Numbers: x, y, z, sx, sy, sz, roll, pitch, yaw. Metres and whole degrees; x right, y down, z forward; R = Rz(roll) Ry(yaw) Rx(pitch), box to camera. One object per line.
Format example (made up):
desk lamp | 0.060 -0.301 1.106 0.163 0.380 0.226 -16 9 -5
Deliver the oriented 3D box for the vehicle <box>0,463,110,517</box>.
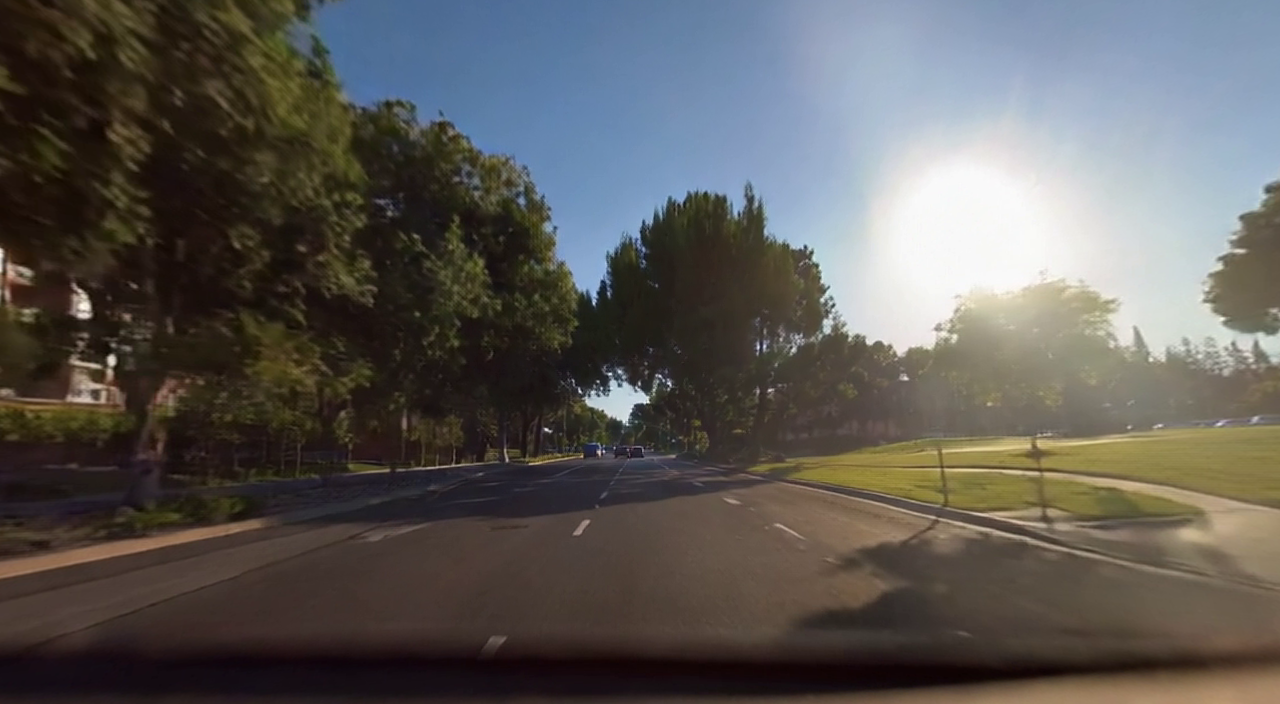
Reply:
vehicle | -19.755 4.335 20.033 1.863 1.486 4.500 0 -9 0
